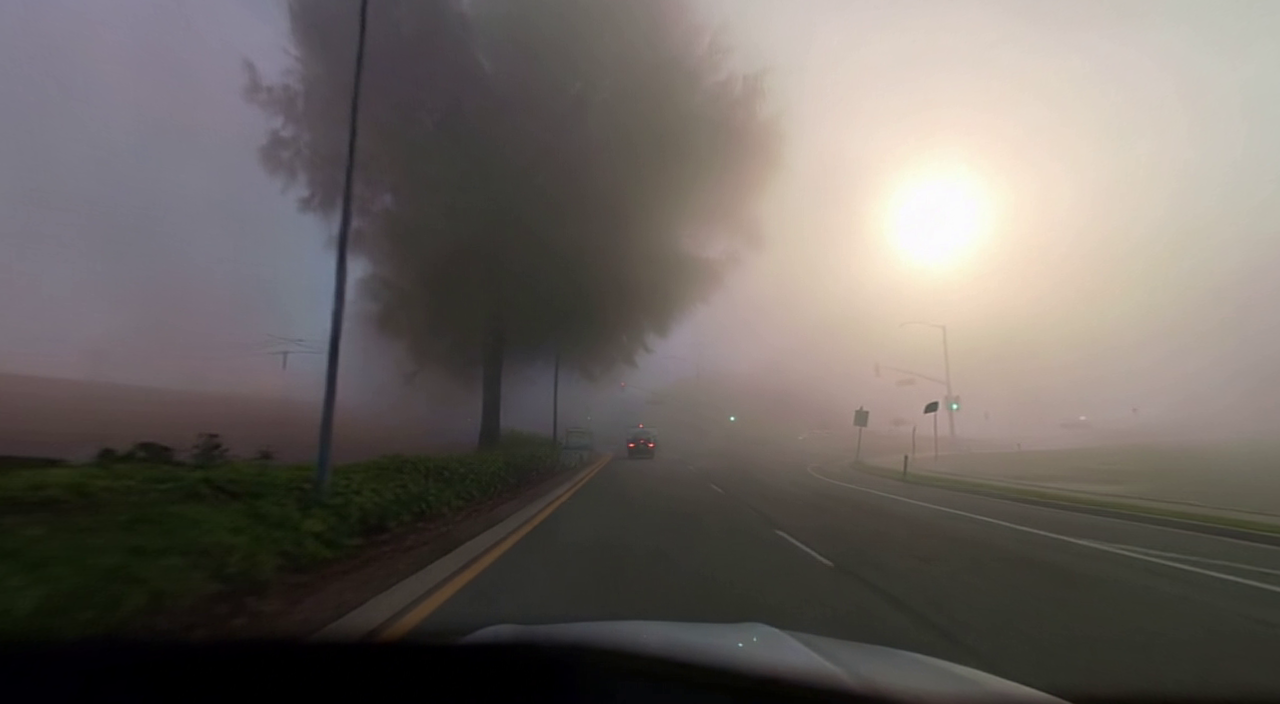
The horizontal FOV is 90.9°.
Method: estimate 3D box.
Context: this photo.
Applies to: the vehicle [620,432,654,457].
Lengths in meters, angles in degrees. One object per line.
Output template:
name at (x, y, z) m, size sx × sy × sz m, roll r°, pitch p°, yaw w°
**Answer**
vehicle at (-0.225, 5.809, 39.716) m, size 2.056 × 1.473 × 4.380 m, roll 0°, pitch -8°, yaw -1°
